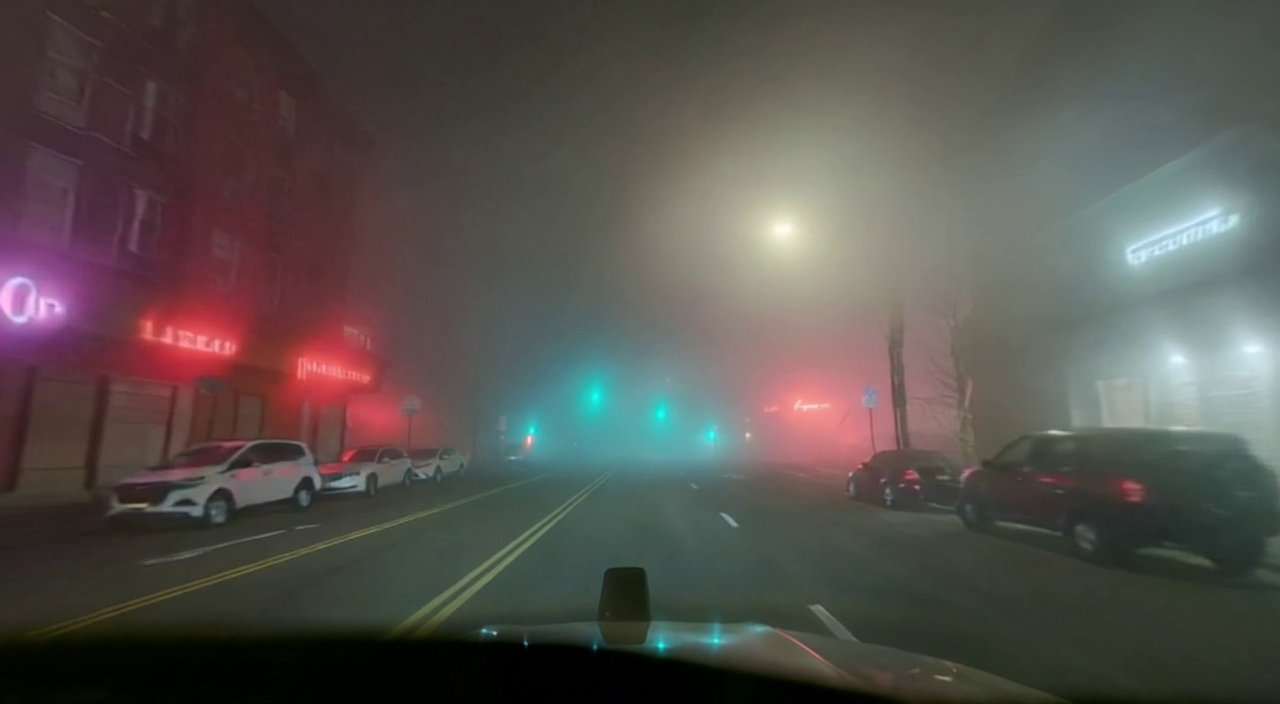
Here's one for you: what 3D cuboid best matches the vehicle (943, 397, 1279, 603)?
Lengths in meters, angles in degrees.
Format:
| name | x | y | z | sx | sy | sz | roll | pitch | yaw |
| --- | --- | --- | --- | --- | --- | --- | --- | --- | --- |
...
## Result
| name | x | y | z | sx | sy | sz | roll | pitch | yaw |
| --- | --- | --- | --- | --- | --- | --- | --- | --- | --- |
| vehicle | 5.941 | 1.668 | 8.075 | 1.922 | 1.871 | 4.477 | 0 | -8 | 1 |

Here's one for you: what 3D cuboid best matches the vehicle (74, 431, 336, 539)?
| name | x | y | z | sx | sy | sz | roll | pitch | yaw |
| --- | --- | --- | --- | --- | --- | --- | --- | --- | --- |
| vehicle | -8.821 | 2.704 | 13.531 | 2.140 | 1.861 | 4.801 | -1 | -9 | 1 |

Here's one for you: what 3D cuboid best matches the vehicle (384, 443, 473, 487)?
| name | x | y | z | sx | sy | sz | roll | pitch | yaw |
| --- | --- | --- | --- | --- | --- | --- | --- | --- | --- |
| vehicle | -8.646 | 4.640 | 26.300 | 1.961 | 1.627 | 4.634 | -1 | -8 | 2 |

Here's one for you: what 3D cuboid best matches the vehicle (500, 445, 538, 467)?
| name | x | y | z | sx | sy | sz | roll | pitch | yaw |
| --- | --- | --- | --- | --- | --- | --- | --- | --- | --- |
| vehicle | -8.849 | 7.620 | 46.342 | 1.908 | 1.529 | 4.522 | 0 | -8 | -1 |

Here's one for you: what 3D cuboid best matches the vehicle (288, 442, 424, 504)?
| name | x | y | z | sx | sy | sz | roll | pitch | yaw |
| --- | --- | --- | --- | --- | --- | --- | --- | --- | --- |
| vehicle | -8.891 | 3.792 | 20.350 | 2.004 | 1.709 | 4.941 | 0 | -8 | 1 |

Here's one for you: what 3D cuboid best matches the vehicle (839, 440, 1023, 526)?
| name | x | y | z | sx | sy | sz | roll | pitch | yaw |
| --- | --- | --- | --- | --- | --- | --- | --- | --- | --- |
| vehicle | 6.139 | 2.774 | 14.054 | 1.989 | 1.571 | 4.607 | 0 | -8 | 1 |
